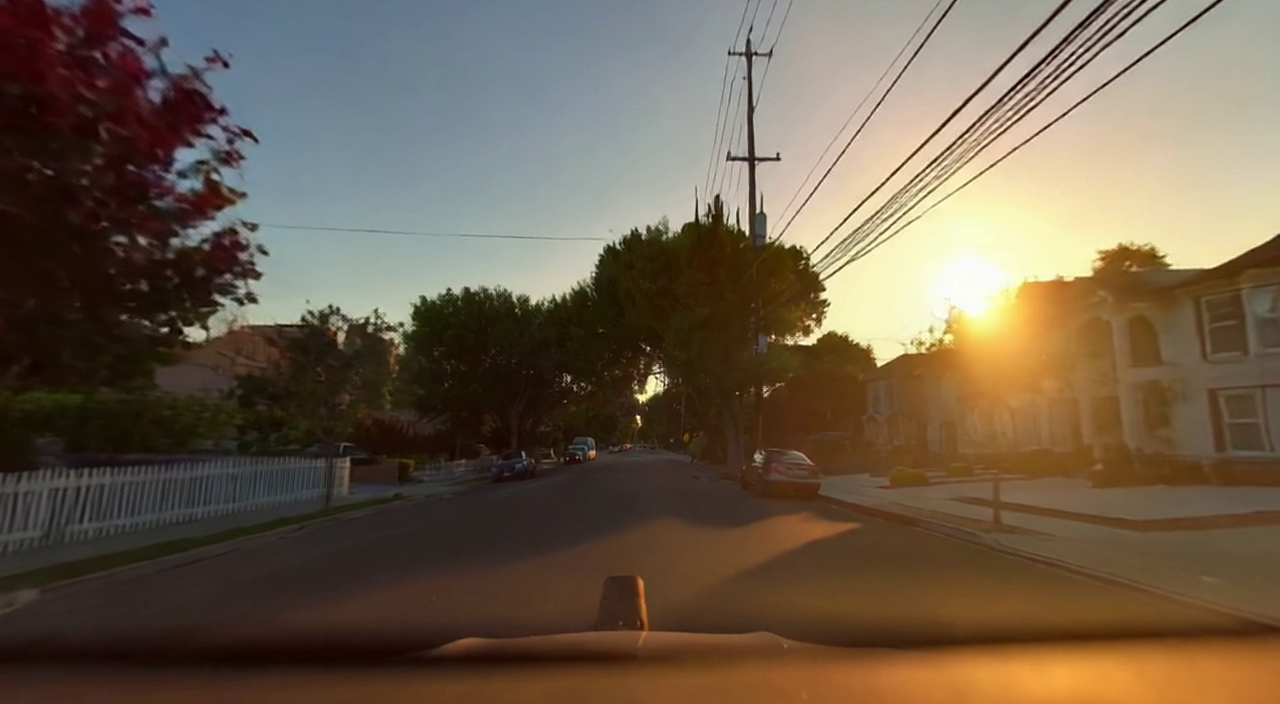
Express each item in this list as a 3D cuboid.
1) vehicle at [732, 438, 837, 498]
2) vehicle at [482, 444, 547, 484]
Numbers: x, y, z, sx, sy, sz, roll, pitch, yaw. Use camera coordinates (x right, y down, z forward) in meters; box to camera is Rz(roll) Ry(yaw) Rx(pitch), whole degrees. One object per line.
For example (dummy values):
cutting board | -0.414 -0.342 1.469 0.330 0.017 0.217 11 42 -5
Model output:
vehicle | 4.150 3.403 18.829 2.020 1.558 3.925 1 -9 -3
vehicle | -5.827 5.208 29.912 1.954 1.551 5.128 -3 -7 1
